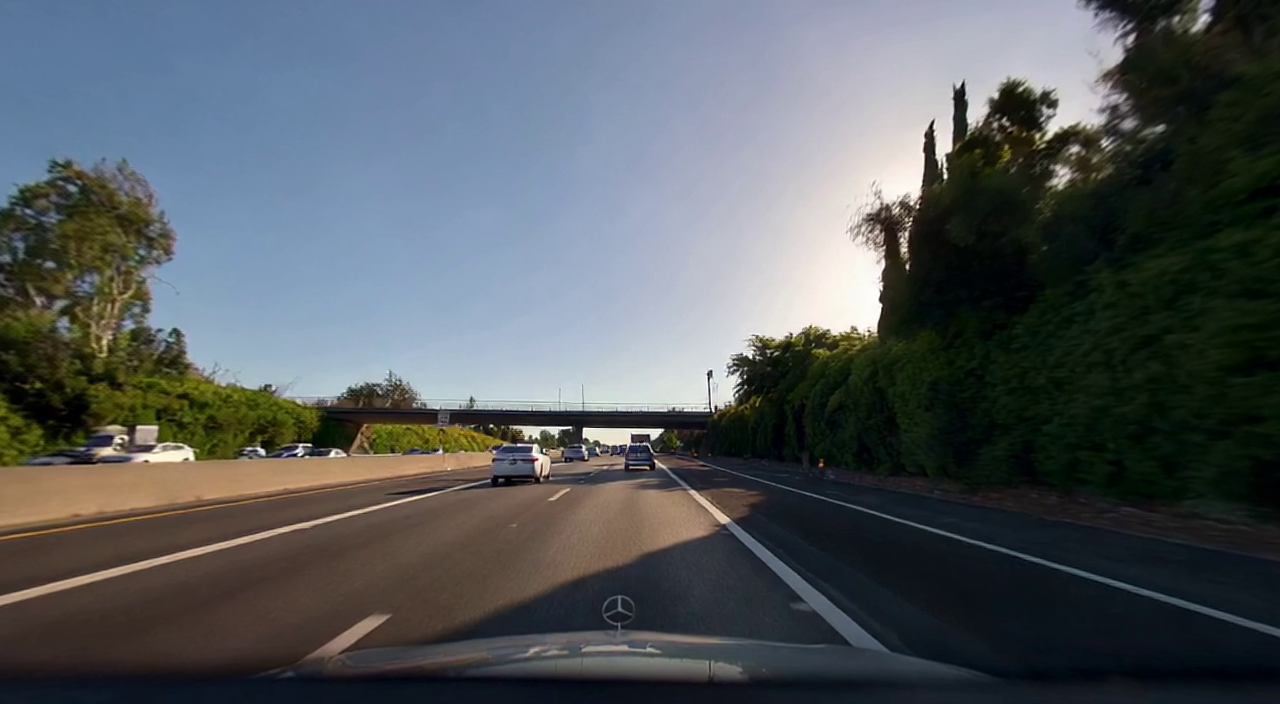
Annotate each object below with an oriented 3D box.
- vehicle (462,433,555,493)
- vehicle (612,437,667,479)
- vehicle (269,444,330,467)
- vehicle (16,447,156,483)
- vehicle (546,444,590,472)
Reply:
[{"bbox_3d":[-4.109,3.550,20.545,2.044,1.717,4.421,0,-8,1],"label":"vehicle"},{"bbox_3d":[-0.063,4.894,29.423,2.378,1.750,4.355,0,-8,-1],"label":"vehicle"},{"bbox_3d":[-24.891,7.589,46.386,1.921,1.603,4.515,0,-8,0],"label":"vehicle"},{"bbox_3d":[-25.097,5.094,28.899,2.163,1.480,4.658,0,-8,0],"label":"vehicle"},{"bbox_3d":[-4.207,6.231,37.354,2.084,1.528,4.094,0,-8,0],"label":"vehicle"}]
